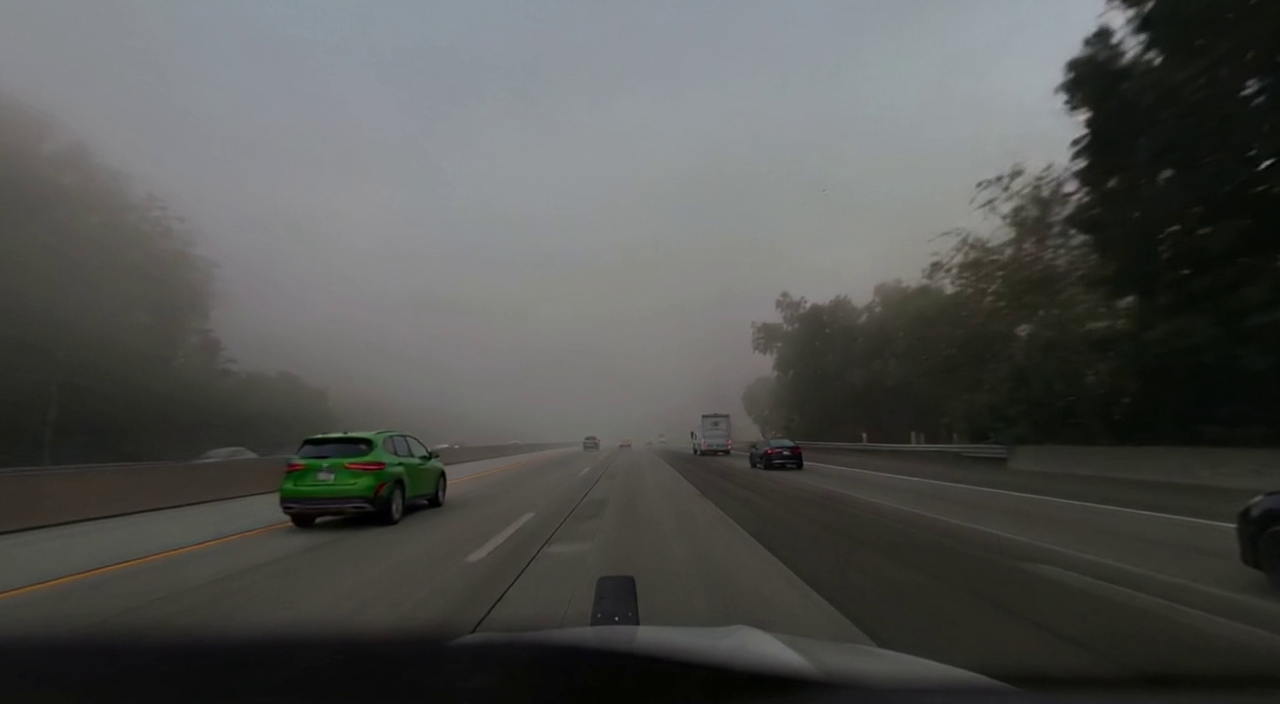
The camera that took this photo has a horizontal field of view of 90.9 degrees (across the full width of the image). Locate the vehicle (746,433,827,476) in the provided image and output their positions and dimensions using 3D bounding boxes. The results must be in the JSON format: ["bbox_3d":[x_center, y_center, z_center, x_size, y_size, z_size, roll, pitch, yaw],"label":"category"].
[{"bbox_3d":[5.237,3.691,23.062,1.920,1.436,3.890,0,-8,-2],"label":"vehicle"}]

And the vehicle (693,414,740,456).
[{"bbox_3d":[5.480,6.062,45.989,2.588,2.910,5.511,0,-8,-2],"label":"vehicle"}]

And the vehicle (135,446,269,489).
[{"bbox_3d":[-16.879,4.447,24.637,1.970,1.434,4.624,0,-8,-1],"label":"vehicle"}]

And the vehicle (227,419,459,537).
[{"bbox_3d":[-4.536,1.954,10.420,1.966,1.570,3.859,0,-8,-1],"label":"vehicle"}]
